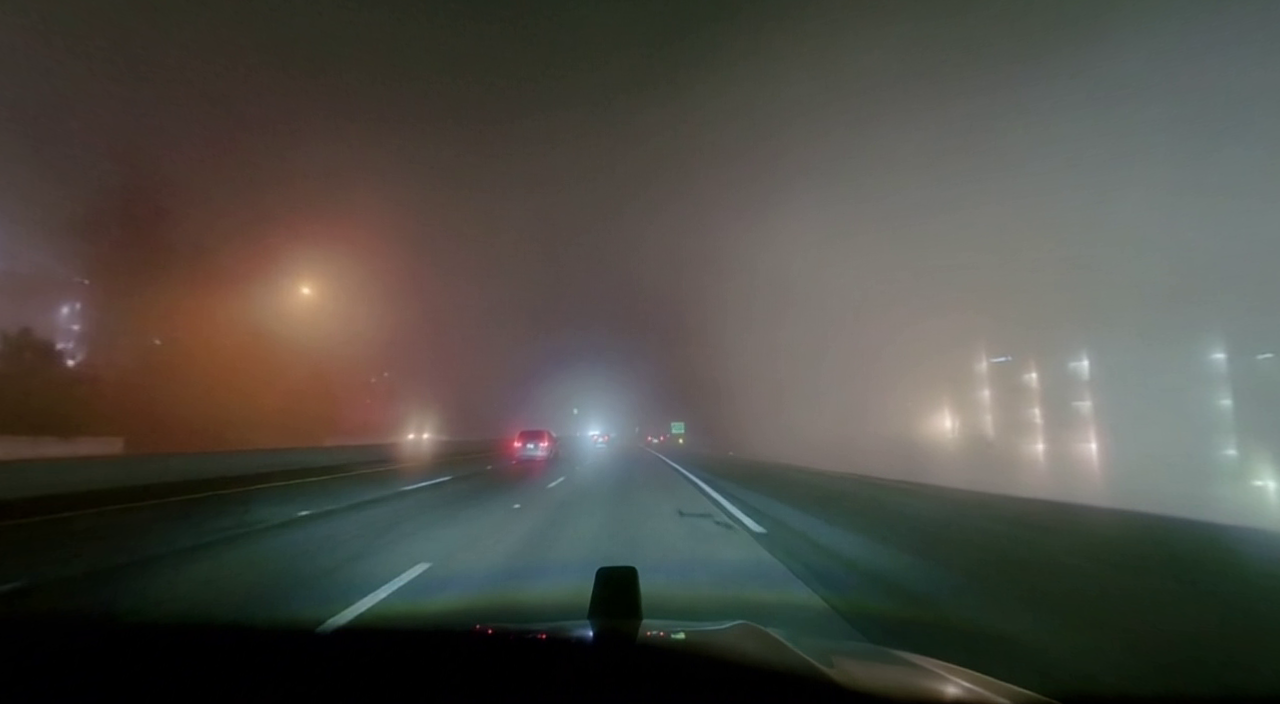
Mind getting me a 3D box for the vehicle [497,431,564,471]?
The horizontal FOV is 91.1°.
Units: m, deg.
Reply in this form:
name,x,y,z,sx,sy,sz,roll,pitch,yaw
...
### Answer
name,x,y,z,sx,sy,sz,roll,pitch,yaw
vehicle,-4.416,4.063,26.049,1.996,1.490,4.571,0,-8,0
